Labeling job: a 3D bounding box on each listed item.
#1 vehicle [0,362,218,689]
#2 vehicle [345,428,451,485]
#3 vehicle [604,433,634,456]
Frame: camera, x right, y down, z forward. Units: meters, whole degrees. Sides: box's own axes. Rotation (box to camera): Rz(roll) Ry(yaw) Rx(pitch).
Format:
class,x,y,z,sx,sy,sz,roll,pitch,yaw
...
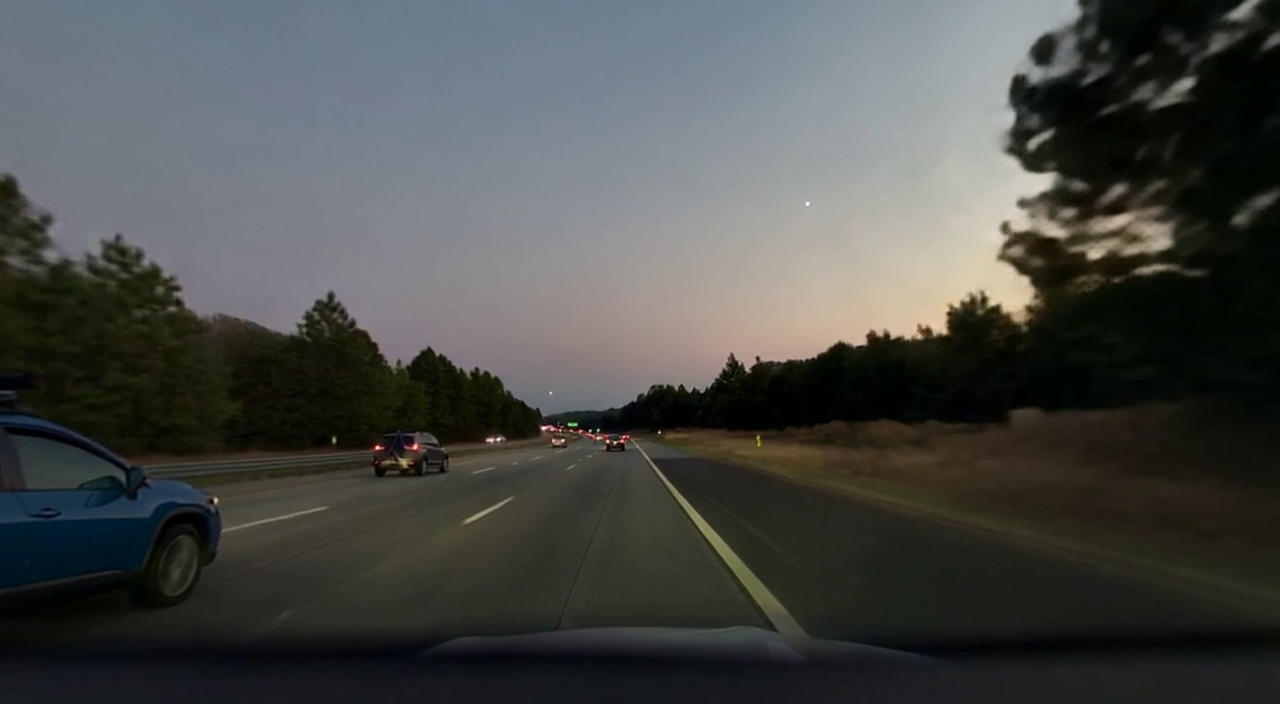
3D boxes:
class,x,y,z,sx,sy,sz,roll,pitch,yaw
vehicle,-4.475,0.854,2.768,2.069,1.748,4.652,0,-7,-1
vehicle,-8.168,3.522,21.776,1.964,1.745,4.338,0,-7,0
vehicle,-1.556,6.873,47.151,2.178,1.658,3.916,0,-7,-1
